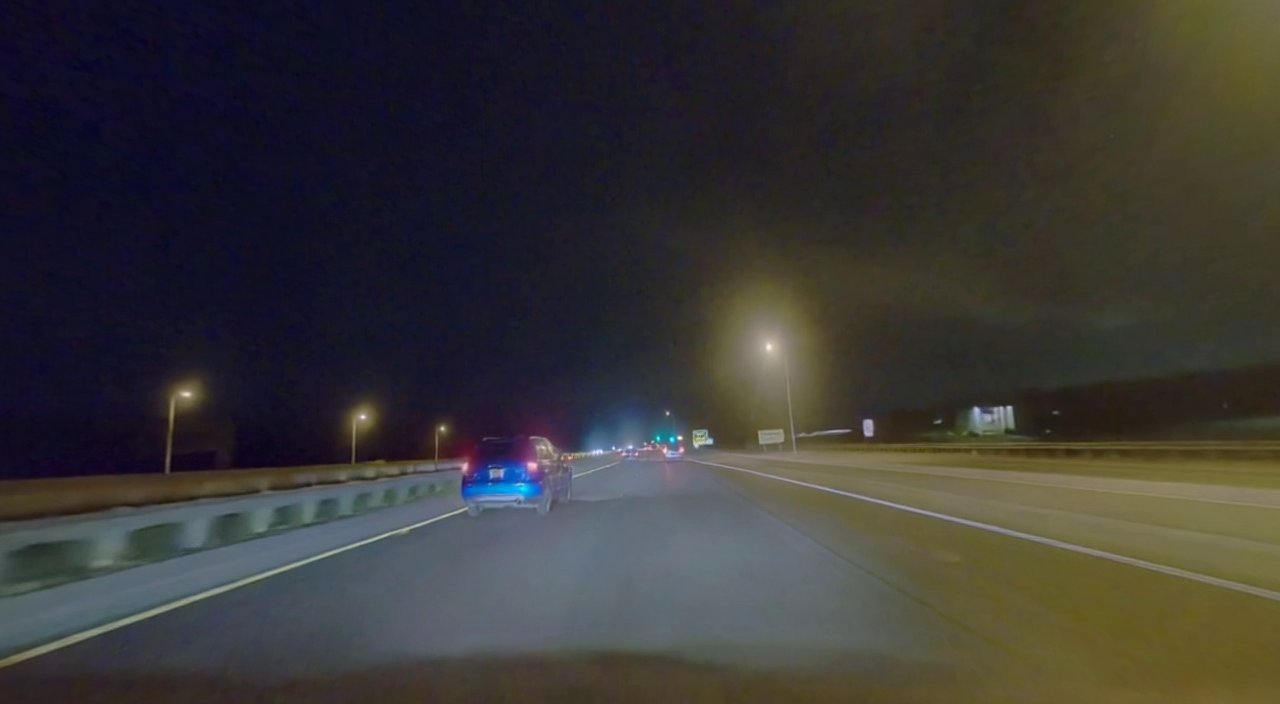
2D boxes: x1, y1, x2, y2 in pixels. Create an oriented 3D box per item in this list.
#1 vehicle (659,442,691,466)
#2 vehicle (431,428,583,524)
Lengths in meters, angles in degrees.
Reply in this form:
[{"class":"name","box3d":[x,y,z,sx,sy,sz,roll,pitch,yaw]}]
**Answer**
[{"class":"vehicle","box3d":[2.436,7.151,44.384,2.073,1.621,3.993,-1,-9,1]},{"class":"vehicle","box3d":[-2.595,2.574,13.615,2.143,1.693,4.513,-1,-9,2]}]
